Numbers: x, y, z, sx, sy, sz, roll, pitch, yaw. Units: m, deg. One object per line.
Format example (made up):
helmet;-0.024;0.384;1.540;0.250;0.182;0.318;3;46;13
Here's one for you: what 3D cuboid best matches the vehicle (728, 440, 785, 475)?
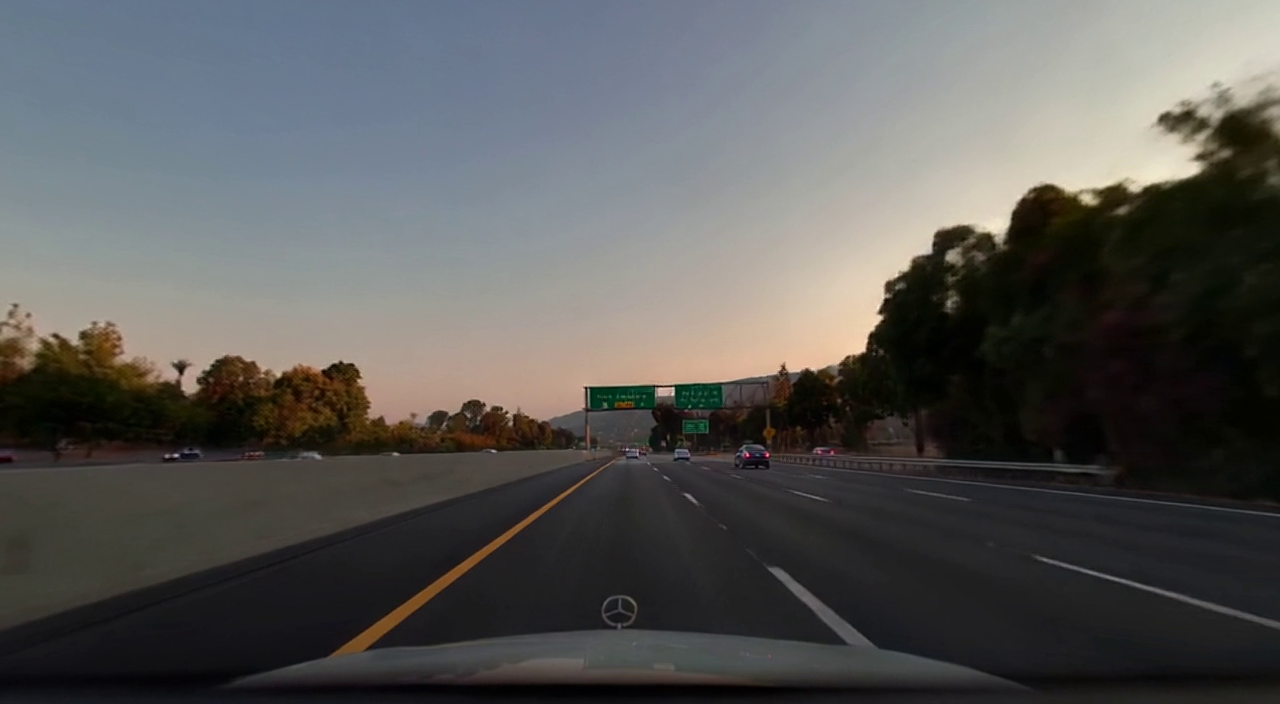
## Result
vehicle;6.068;5.528;33.340;2.030;1.706;4.279;0;-9;-2
